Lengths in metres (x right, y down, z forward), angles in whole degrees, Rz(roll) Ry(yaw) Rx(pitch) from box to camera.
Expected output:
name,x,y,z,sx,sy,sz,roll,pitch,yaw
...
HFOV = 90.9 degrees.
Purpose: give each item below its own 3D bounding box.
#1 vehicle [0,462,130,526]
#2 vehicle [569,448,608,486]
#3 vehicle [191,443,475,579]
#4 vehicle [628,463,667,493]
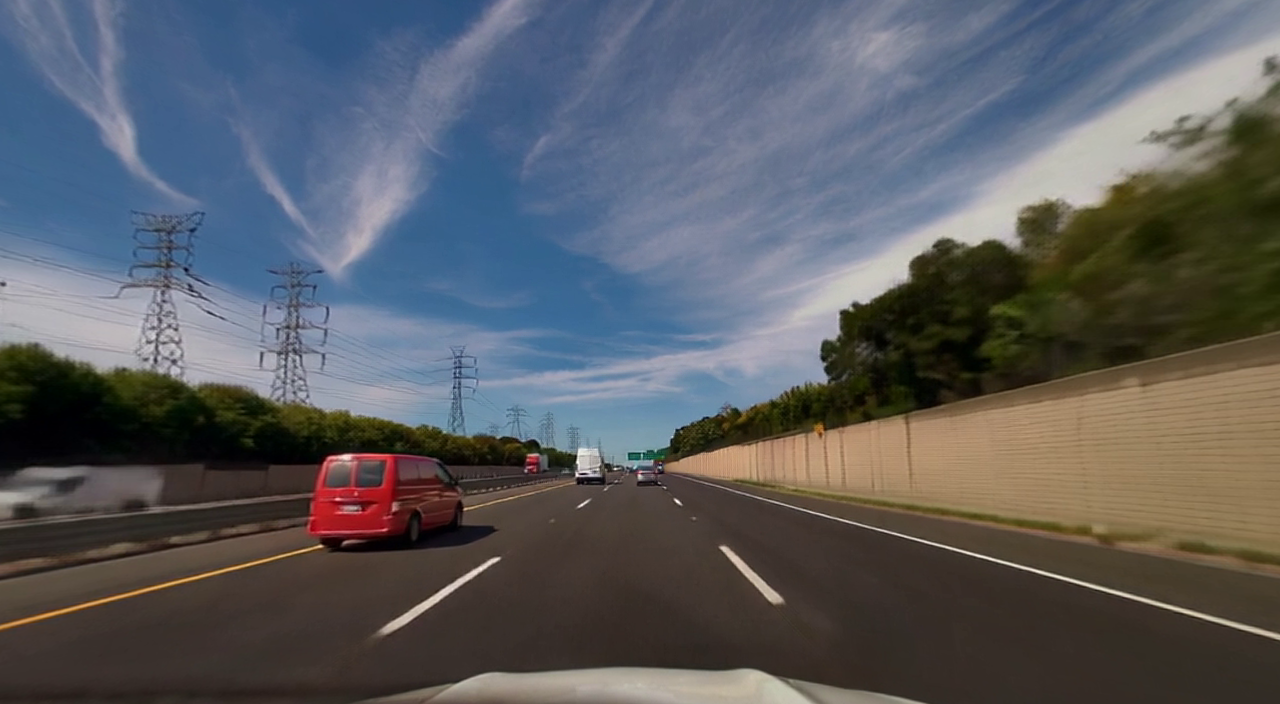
name,x,y,z,sx,sy,sz,roll,pitch,yaw
vehicle,-15.595,3.561,16.089,1.808,1.440,3.961,1,-11,-2
vehicle,-3.808,8.745,47.790,2.394,2.609,6.875,1,-11,0
vehicle,-4.202,2.289,9.716,2.023,1.541,4.543,1,-11,1
vehicle,0.369,7.005,35.120,2.006,1.554,3.863,1,-11,-1
